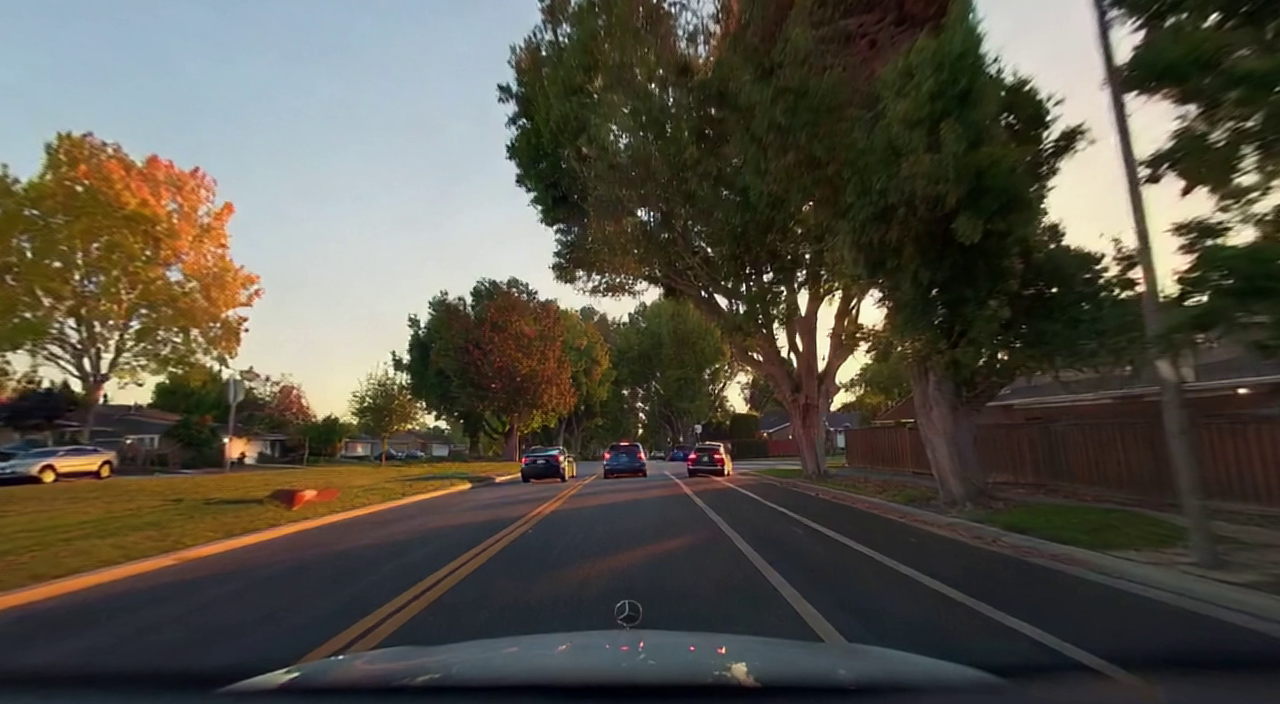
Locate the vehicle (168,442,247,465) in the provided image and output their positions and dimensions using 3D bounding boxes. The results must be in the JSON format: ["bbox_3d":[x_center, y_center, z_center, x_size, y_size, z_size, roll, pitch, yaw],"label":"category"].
[{"bbox_3d":[-33.397,7.841,48.519,4.600,1.698,1.993,0,-8,3],"label":"vehicle"}]

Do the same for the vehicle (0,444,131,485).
[{"bbox_3d":[-23.924,4.620,26.149,1.928,1.557,4.181,0,-9,-1],"label":"vehicle"}]

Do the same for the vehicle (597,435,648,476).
[{"bbox_3d":[-0.765,4.776,29.221,2.220,1.742,4.047,0,-8,0],"label":"vehicle"}]

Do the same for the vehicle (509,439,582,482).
[{"bbox_3d":[-3.448,4.067,23.835,2.032,1.433,4.458,0,-8,1],"label":"vehicle"}]

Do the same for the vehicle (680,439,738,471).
[{"bbox_3d":[4.047,5.905,36.115,2.192,1.677,4.820,-3,-9,19],"label":"vehicle"}]
